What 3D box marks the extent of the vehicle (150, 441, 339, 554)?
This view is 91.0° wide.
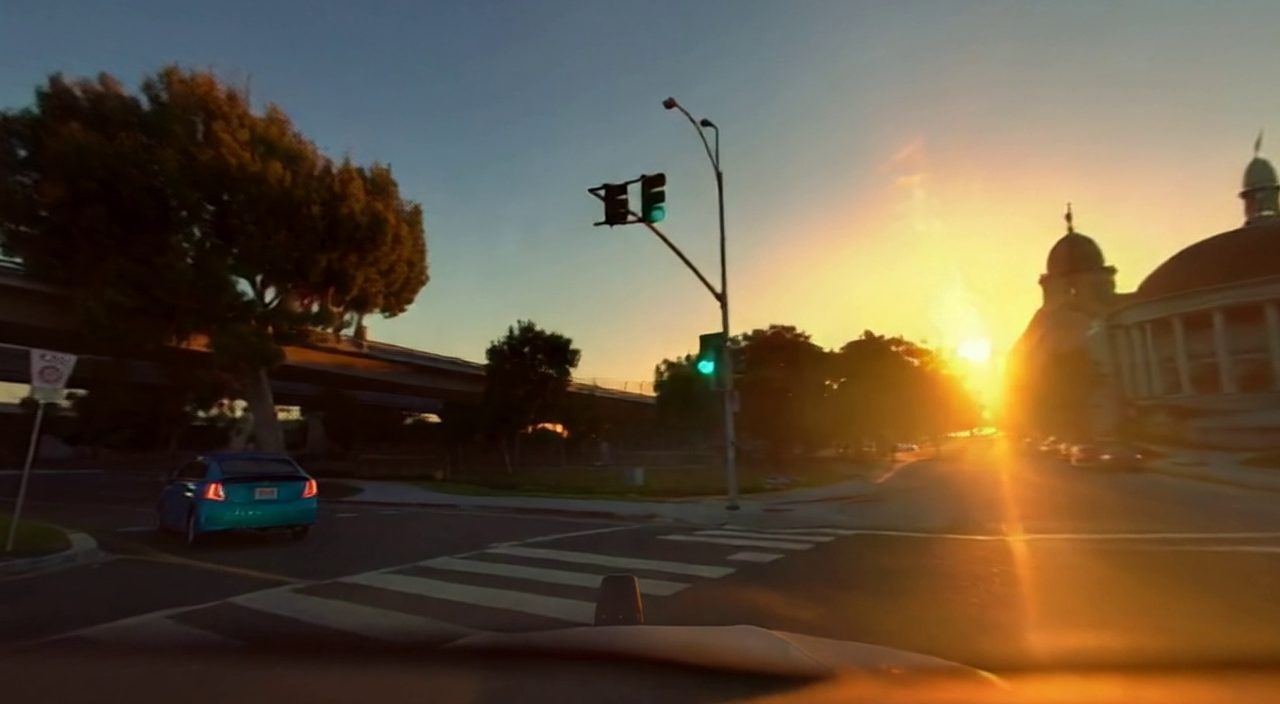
[{"bbox_3d":[-7.009,2.383,11.016,1.976,1.584,3.772,8,-12,-42],"label":"vehicle"}]
